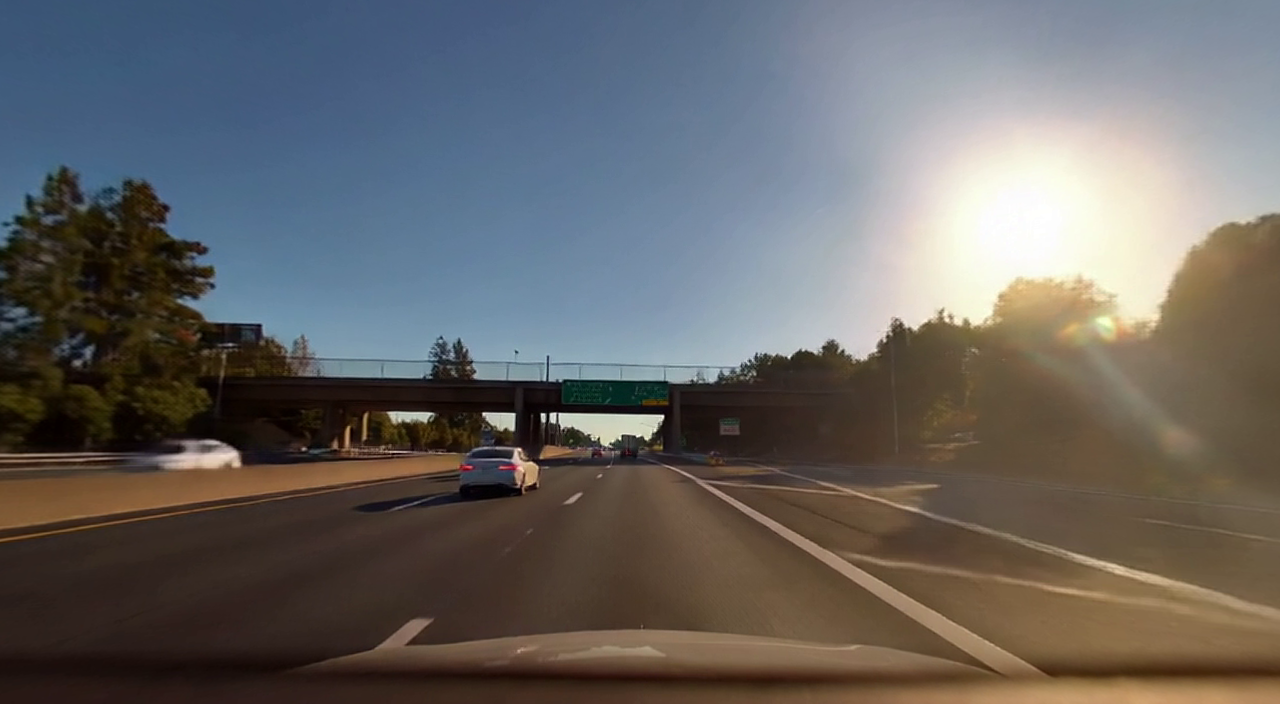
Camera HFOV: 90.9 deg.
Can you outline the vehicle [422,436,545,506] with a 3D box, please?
[{"bbox_3d":[-3.837,3.010,16.284,2.070,1.564,4.145,0,-9,1],"label":"vehicle"}]
